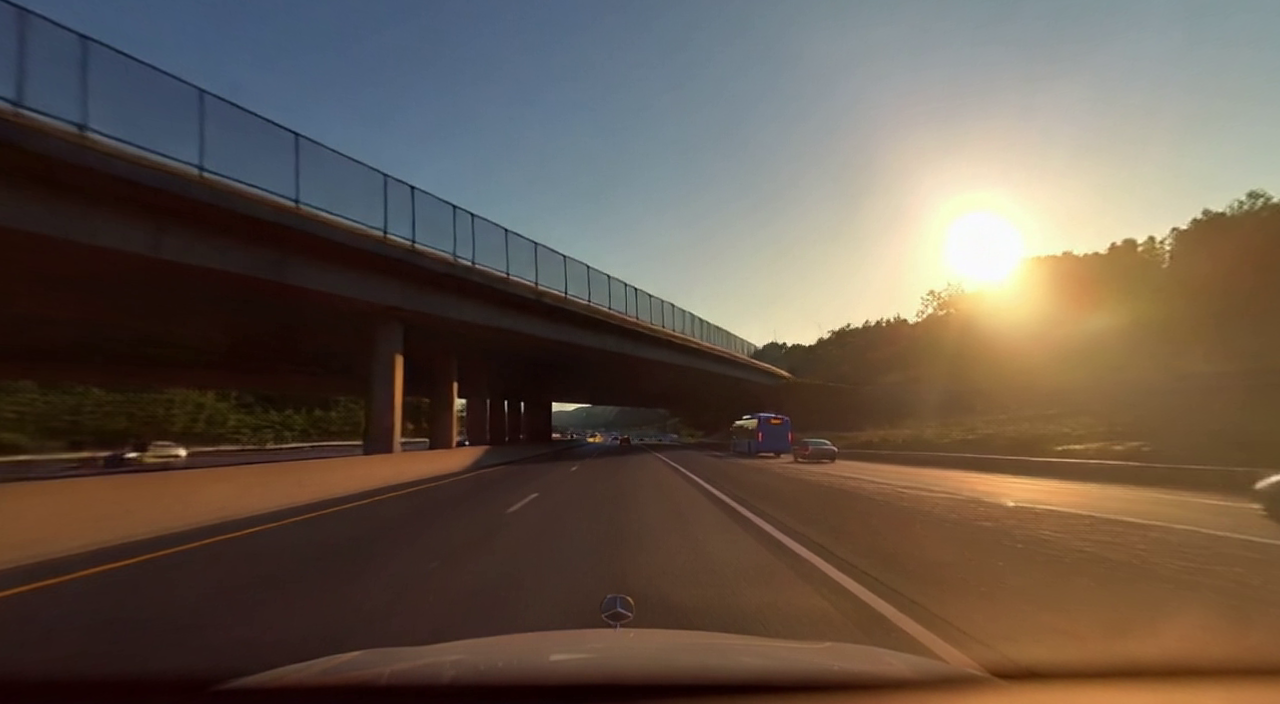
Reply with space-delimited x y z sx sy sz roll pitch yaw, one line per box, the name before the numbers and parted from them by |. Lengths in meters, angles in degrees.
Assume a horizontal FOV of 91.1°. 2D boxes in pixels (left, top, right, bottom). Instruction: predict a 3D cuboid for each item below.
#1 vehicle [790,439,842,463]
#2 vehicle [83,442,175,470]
vehicle | 10.648 5.981 38.323 1.866 1.359 4.218 0 -8 -2
vehicle | -29.080 5.916 35.940 1.743 1.429 4.050 0 -8 1
